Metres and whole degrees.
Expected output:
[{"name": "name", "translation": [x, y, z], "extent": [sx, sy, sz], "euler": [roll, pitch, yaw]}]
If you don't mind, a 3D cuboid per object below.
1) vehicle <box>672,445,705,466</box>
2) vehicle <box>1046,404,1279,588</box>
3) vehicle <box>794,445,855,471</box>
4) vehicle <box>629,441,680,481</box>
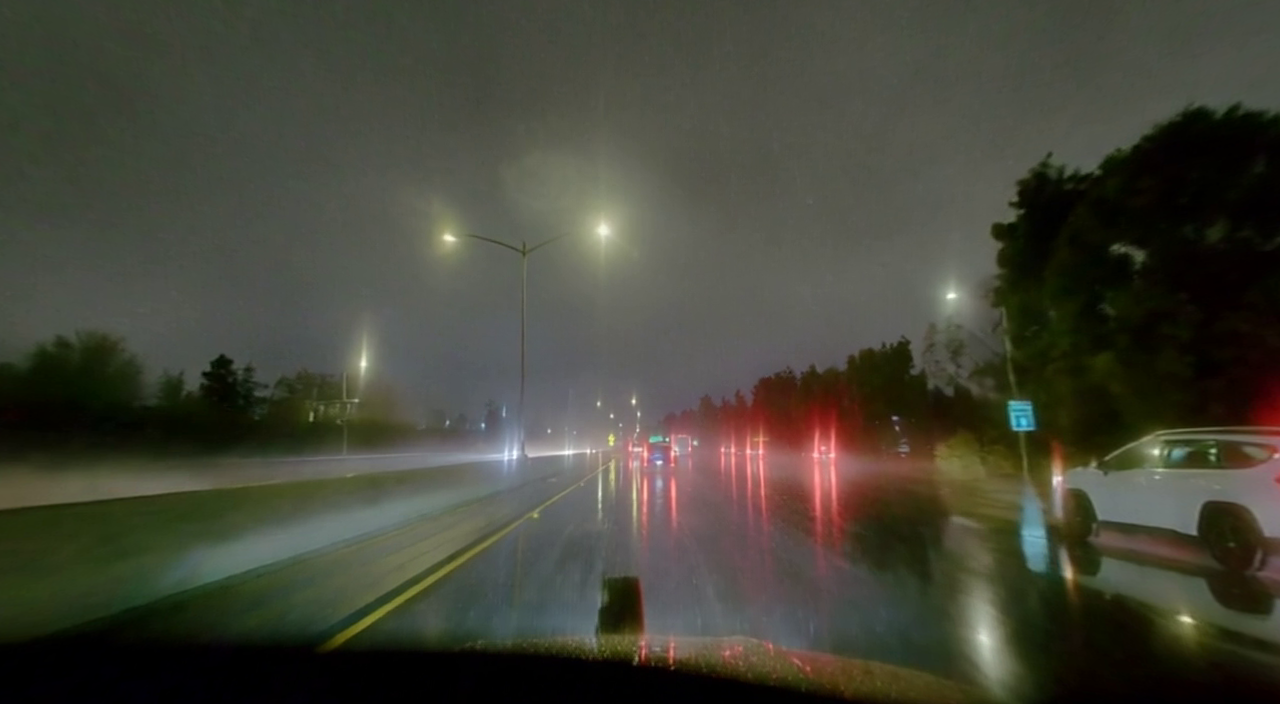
[{"name": "vehicle", "translation": [3.433, 7.439, 45.434], "extent": [1.993, 1.427, 4.204], "euler": [0, -9, -1]}, {"name": "vehicle", "translation": [6.918, 1.479, 6.811], "extent": [2.027, 1.679, 4.543], "euler": [0, -9, 0]}, {"name": "vehicle", "translation": [10.894, 6.297, 37.751], "extent": [2.087, 1.442, 4.834], "euler": [0, -8, -1]}, {"name": "vehicle", "translation": [0.516, 4.604, 27.096], "extent": [1.864, 1.566, 4.446], "euler": [0, -8, -3]}]
